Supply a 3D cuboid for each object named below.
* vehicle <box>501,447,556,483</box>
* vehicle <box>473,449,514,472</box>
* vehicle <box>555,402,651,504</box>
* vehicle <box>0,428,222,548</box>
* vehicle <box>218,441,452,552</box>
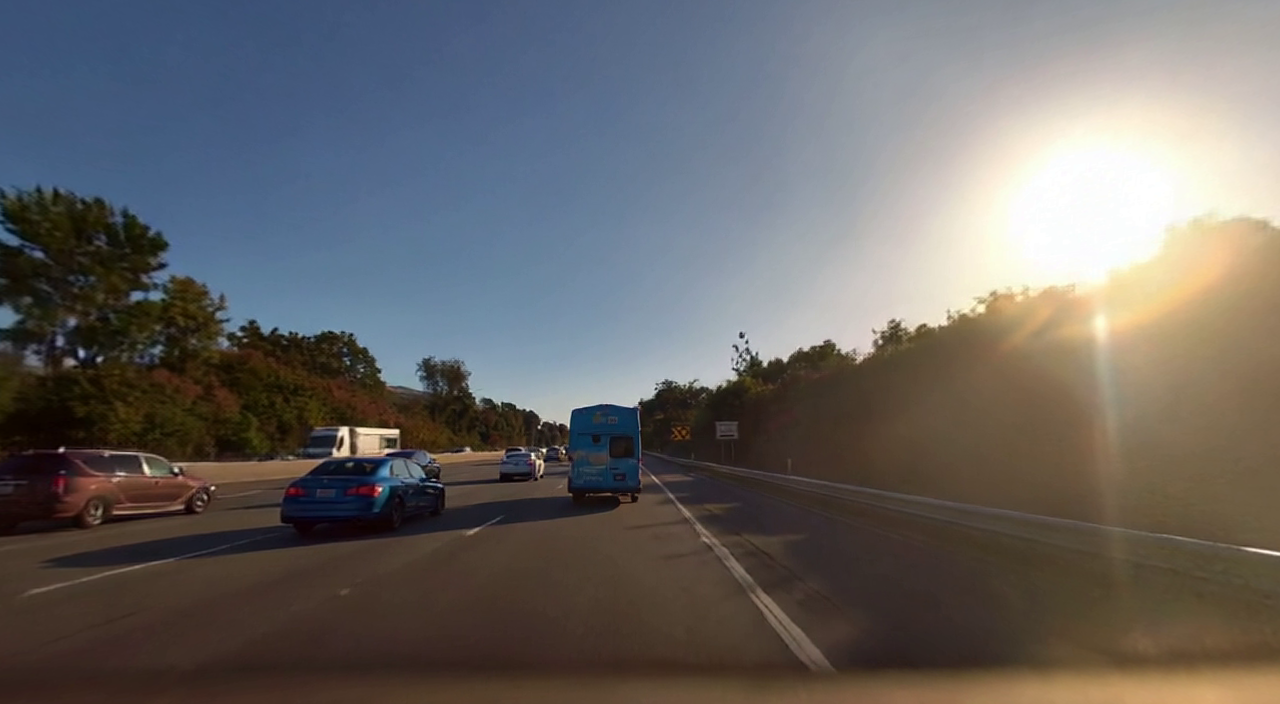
[{"bbox_3d":[-4.975,5.093,28.572,1.872,1.480,3.545,0,-9,-1],"label":"vehicle"},{"bbox_3d":[-10.071,7.476,43.580,1.886,1.462,4.084,0,-9,-1],"label":"vehicle"},{"bbox_3d":[-0.970,2.946,18.520,2.394,2.556,5.232,0,-9,-1],"label":"vehicle"},{"bbox_3d":[-9.599,2.185,10.711,2.010,1.621,4.252,0,-9,0],"label":"vehicle"},{"bbox_3d":[-4.650,2.235,10.408,1.876,1.438,4.072,0,-9,-1],"label":"vehicle"}]
